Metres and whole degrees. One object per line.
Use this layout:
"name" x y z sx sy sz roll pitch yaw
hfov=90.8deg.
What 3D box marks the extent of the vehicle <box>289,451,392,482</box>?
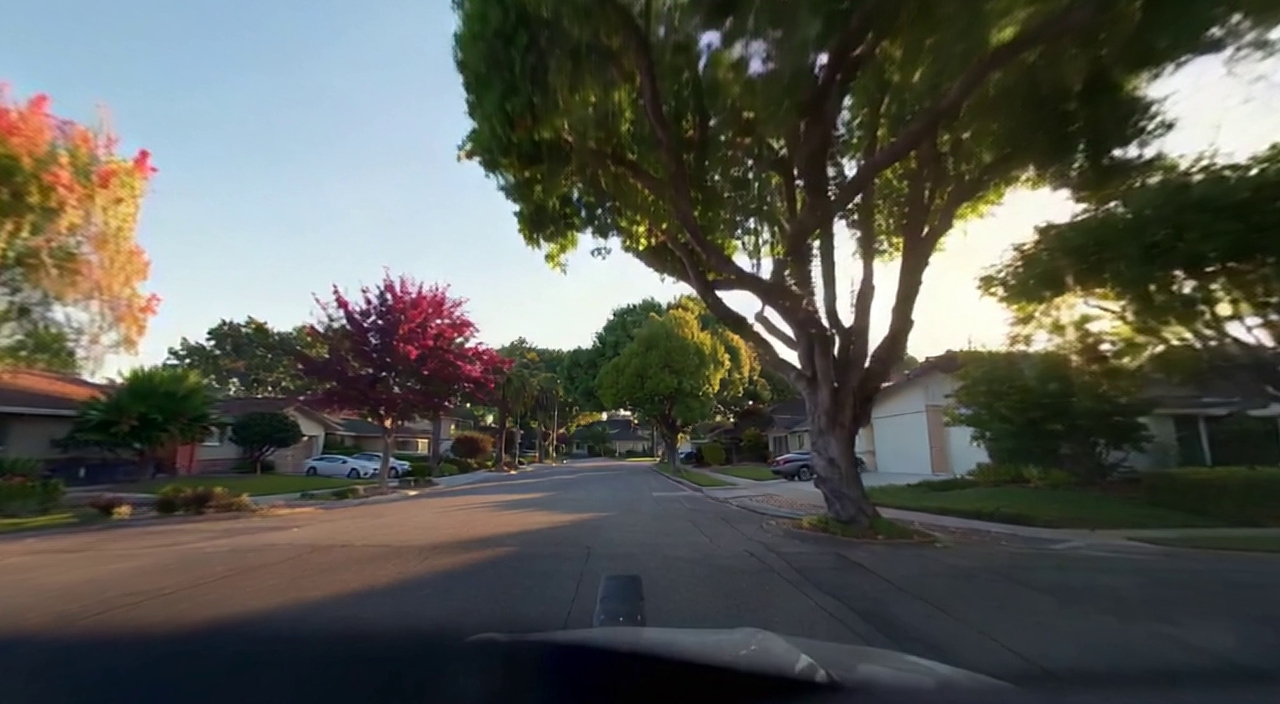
"vehicle" -15.757 6.036 33.431 4.358 1.516 2.077 1 -9 -4
